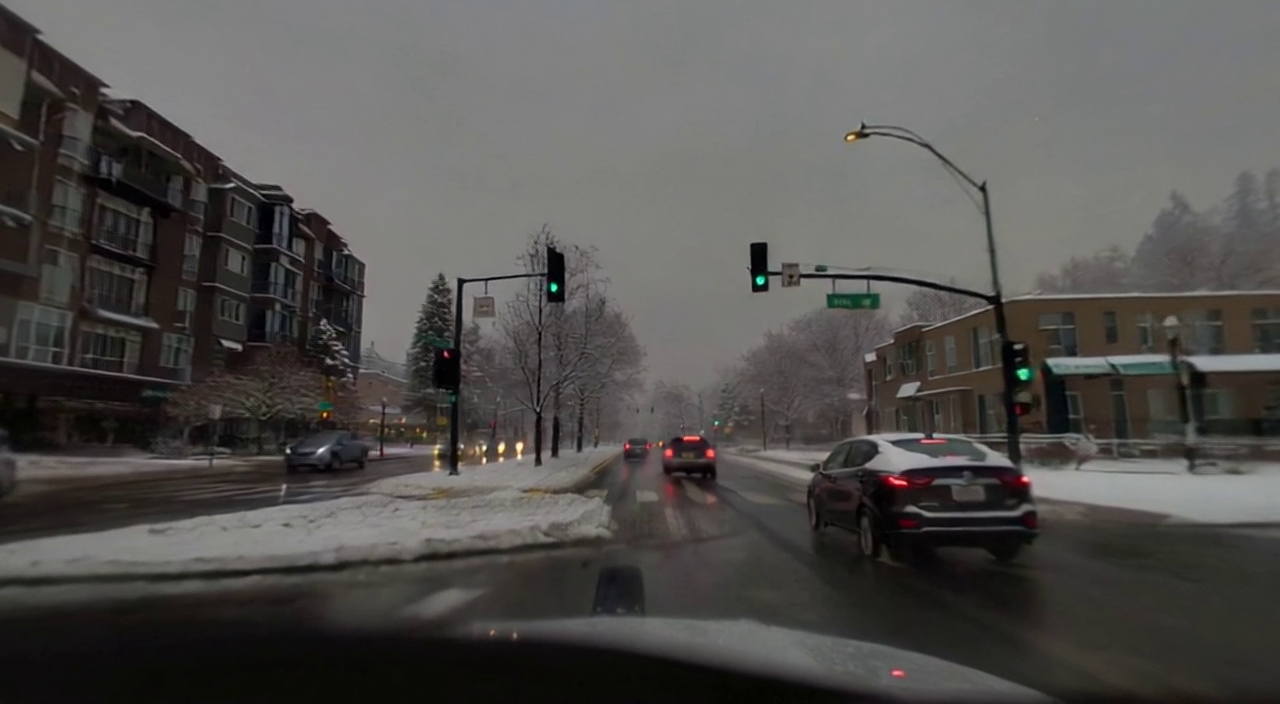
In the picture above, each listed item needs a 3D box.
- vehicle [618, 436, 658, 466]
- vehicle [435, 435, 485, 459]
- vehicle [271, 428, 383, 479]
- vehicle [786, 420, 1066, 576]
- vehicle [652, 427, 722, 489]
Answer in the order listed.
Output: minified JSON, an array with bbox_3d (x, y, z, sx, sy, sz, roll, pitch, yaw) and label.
[{"bbox_3d":[-0.131,5.447,34.877,2.059,1.492,3.925,0,-8,-1],"label":"vehicle"},{"bbox_3d":[-12.216,6.483,43.175,1.969,1.566,4.549,0,-8,1],"label":"vehicle"},{"bbox_3d":[-12.530,4.111,25.765,2.076,1.836,4.847,0,-8,0],"label":"vehicle"},{"bbox_3d":[3.497,1.841,8.768,1.906,1.608,4.137,0,-8,0],"label":"vehicle"},{"bbox_3d":[1.728,3.754,22.777,2.206,1.858,5.332,1,-8,5],"label":"vehicle"}]
